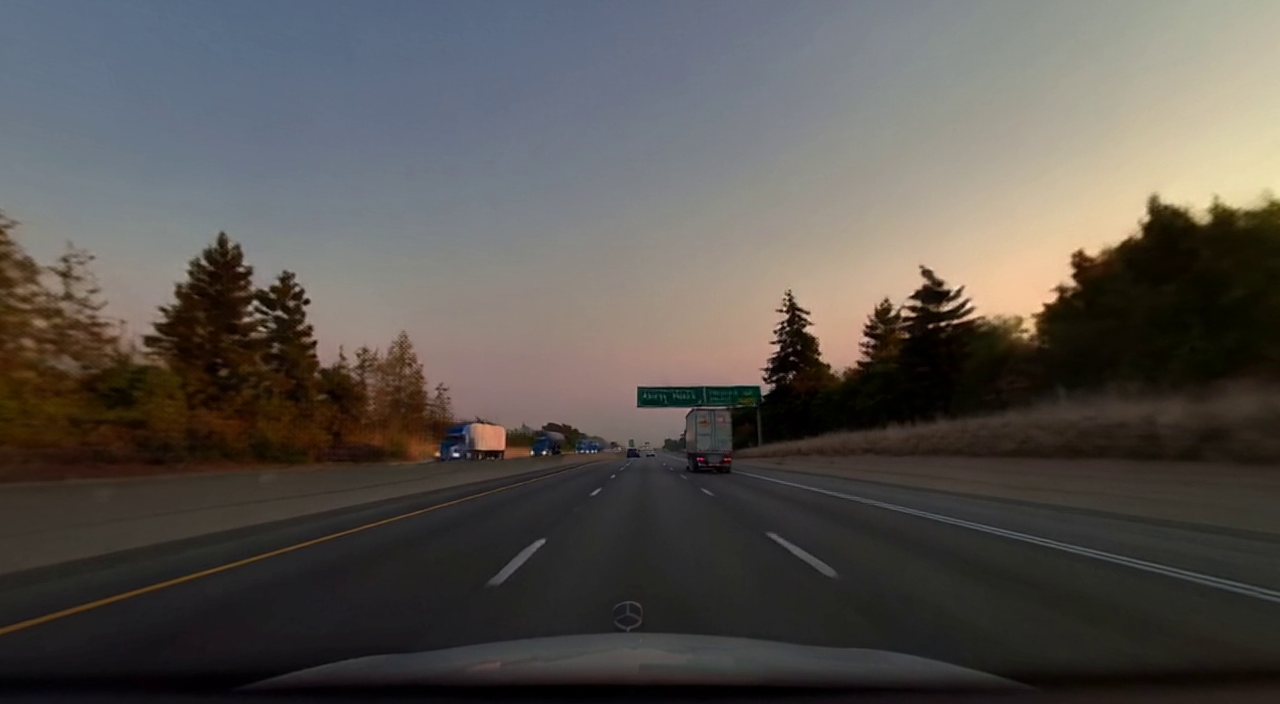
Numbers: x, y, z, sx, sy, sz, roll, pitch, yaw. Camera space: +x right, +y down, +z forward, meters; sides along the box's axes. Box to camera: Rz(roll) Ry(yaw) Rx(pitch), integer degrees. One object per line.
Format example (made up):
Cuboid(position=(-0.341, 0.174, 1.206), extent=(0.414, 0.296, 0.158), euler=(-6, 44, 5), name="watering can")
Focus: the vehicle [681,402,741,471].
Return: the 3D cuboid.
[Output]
Cuboid(position=(4.671, 6.108, 44.585), extent=(2.784, 4.080, 13.516), euler=(-1, -9, 0), name="vehicle")
